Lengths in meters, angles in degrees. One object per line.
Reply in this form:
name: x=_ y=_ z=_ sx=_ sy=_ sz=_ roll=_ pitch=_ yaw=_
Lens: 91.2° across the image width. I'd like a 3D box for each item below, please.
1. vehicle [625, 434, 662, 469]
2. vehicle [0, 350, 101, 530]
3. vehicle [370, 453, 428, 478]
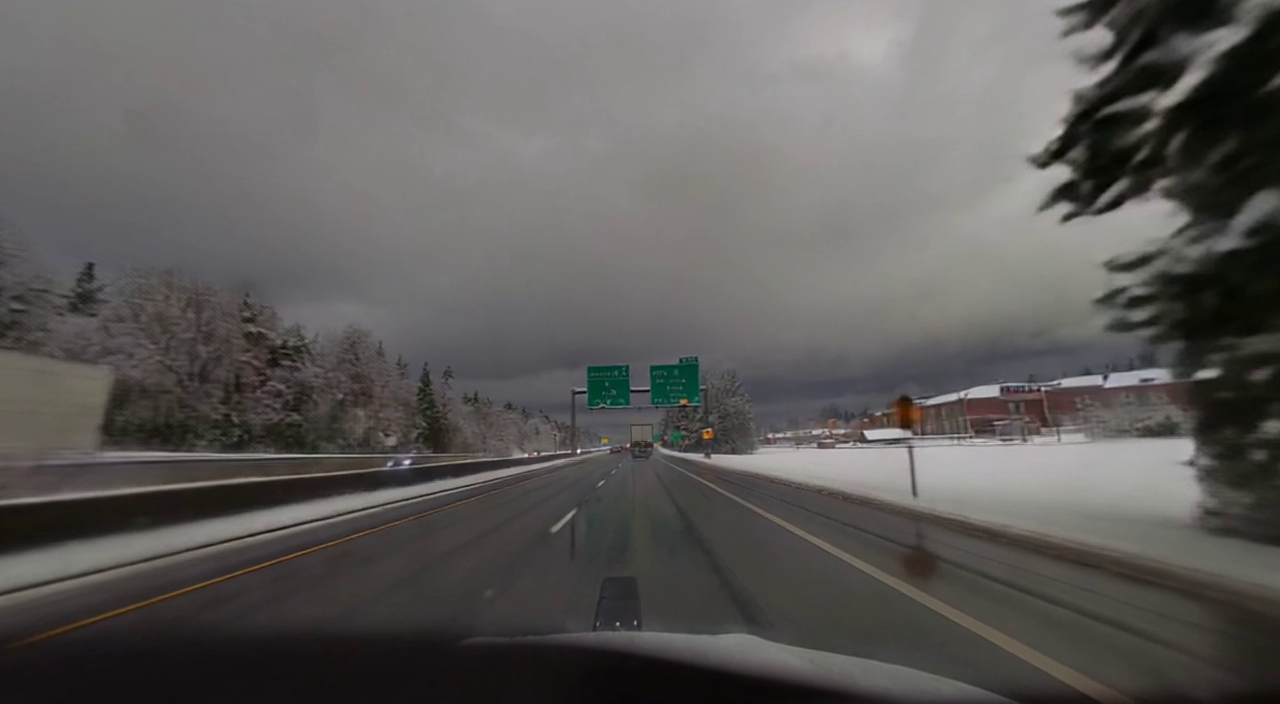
vehicle: x=0.244 y=6.546 z=41.106 sx=2.268 sy=2.122 sz=4.595 roll=-1 pitch=-9 yaw=1
vehicle: x=-16.120 y=1.735 z=12.525 sx=2.866 sy=4.099 sz=8.730 roll=0 pitch=-9 yaw=-1
vehicle: x=-16.028 y=7.563 z=41.954 sx=1.909 sy=1.525 sz=4.800 roll=-1 pitch=-9 yaw=1
